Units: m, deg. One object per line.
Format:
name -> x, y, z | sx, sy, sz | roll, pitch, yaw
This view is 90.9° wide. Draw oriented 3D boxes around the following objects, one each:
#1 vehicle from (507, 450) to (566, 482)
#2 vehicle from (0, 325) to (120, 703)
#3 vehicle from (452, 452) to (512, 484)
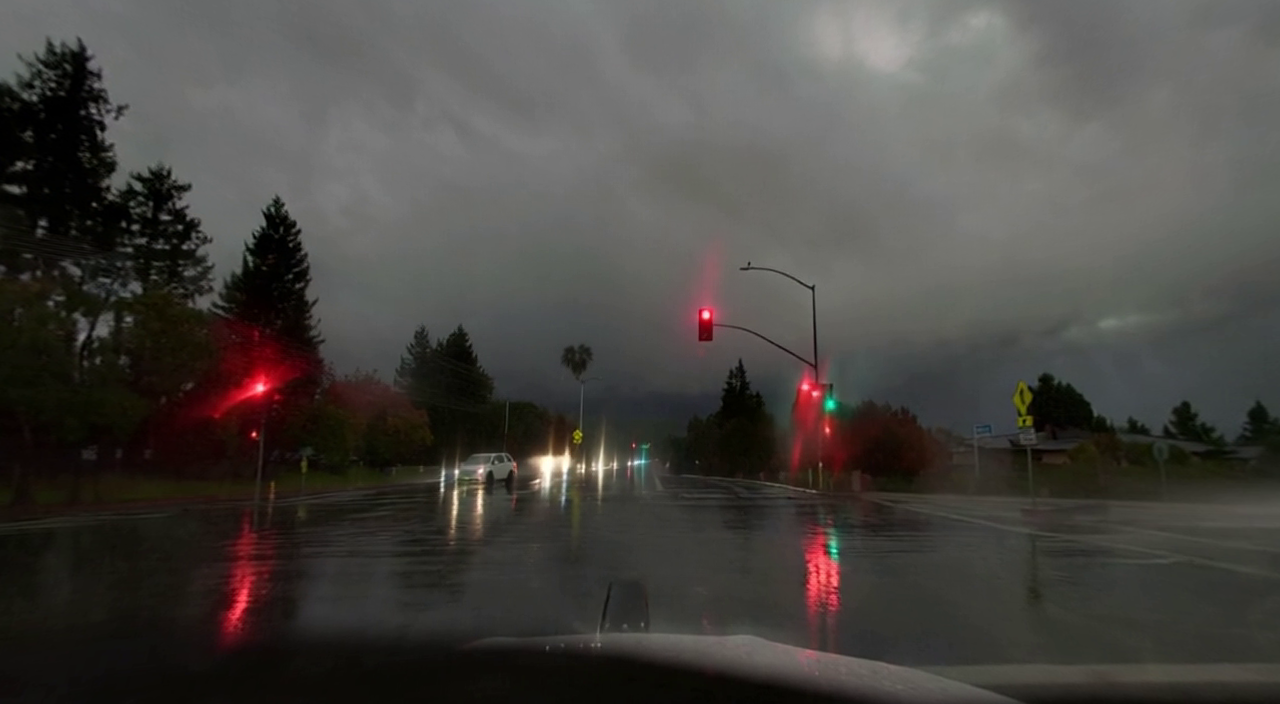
vehicle -> -5.226, 5.812, 32.416 | 2.107, 1.456, 4.728 | 0, -8, 2
vehicle -> -3.485, 0.524, 0.487 | 2.242, 1.761, 4.505 | 0, -8, 1
vehicle -> -8.023, 5.908, 32.406 | 1.960, 1.433, 4.213 | 0, -8, 1
